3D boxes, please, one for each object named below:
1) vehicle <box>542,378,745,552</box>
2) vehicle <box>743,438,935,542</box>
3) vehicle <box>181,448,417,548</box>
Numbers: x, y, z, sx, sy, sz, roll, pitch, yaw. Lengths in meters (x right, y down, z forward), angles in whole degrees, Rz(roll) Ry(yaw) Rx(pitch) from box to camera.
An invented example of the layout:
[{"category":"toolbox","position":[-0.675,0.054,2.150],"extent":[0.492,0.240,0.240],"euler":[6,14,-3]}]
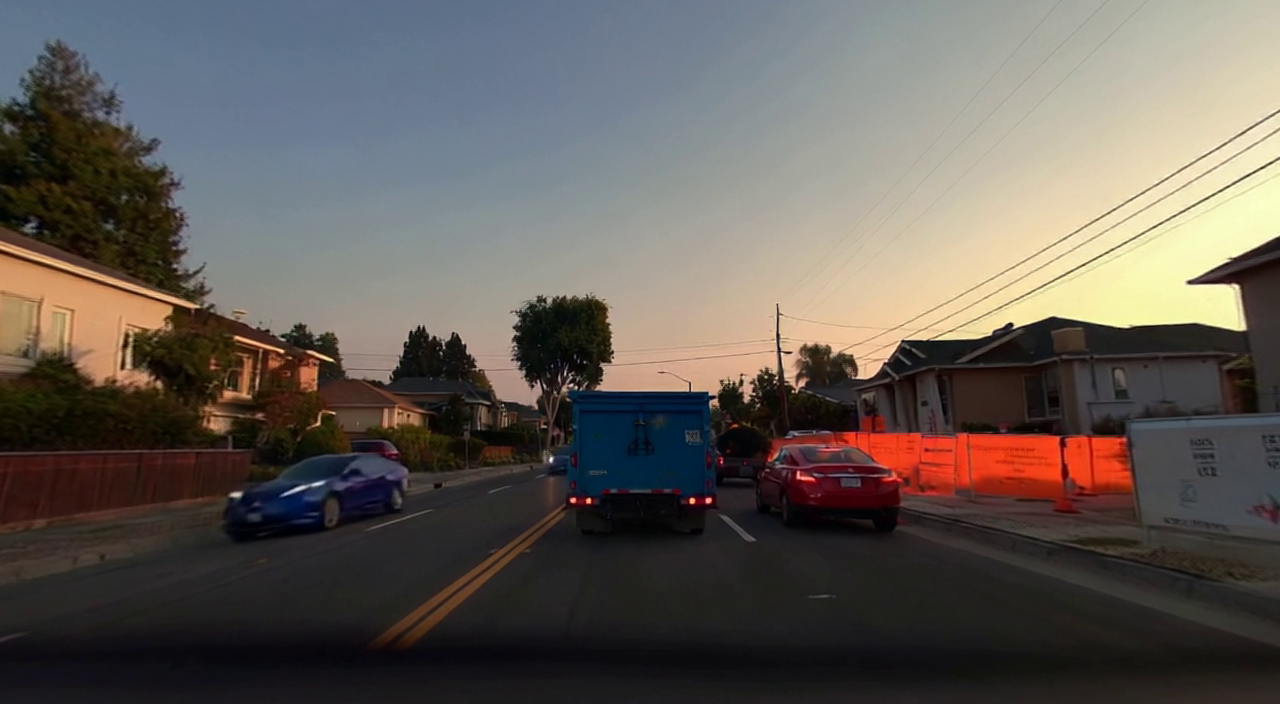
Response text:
[{"category":"vehicle","position":[0.089,2.006,11.784],"extent":[2.751,2.361,6.347],"euler":[0,-8,1]},{"category":"vehicle","position":[3.303,2.370,11.545],"extent":[2.010,1.499,4.481],"euler":[0,-8,-1]},{"category":"vehicle","position":[-6.138,2.625,12.089],"extent":[1.953,1.528,4.492],"euler":[0,-8,1]}]
